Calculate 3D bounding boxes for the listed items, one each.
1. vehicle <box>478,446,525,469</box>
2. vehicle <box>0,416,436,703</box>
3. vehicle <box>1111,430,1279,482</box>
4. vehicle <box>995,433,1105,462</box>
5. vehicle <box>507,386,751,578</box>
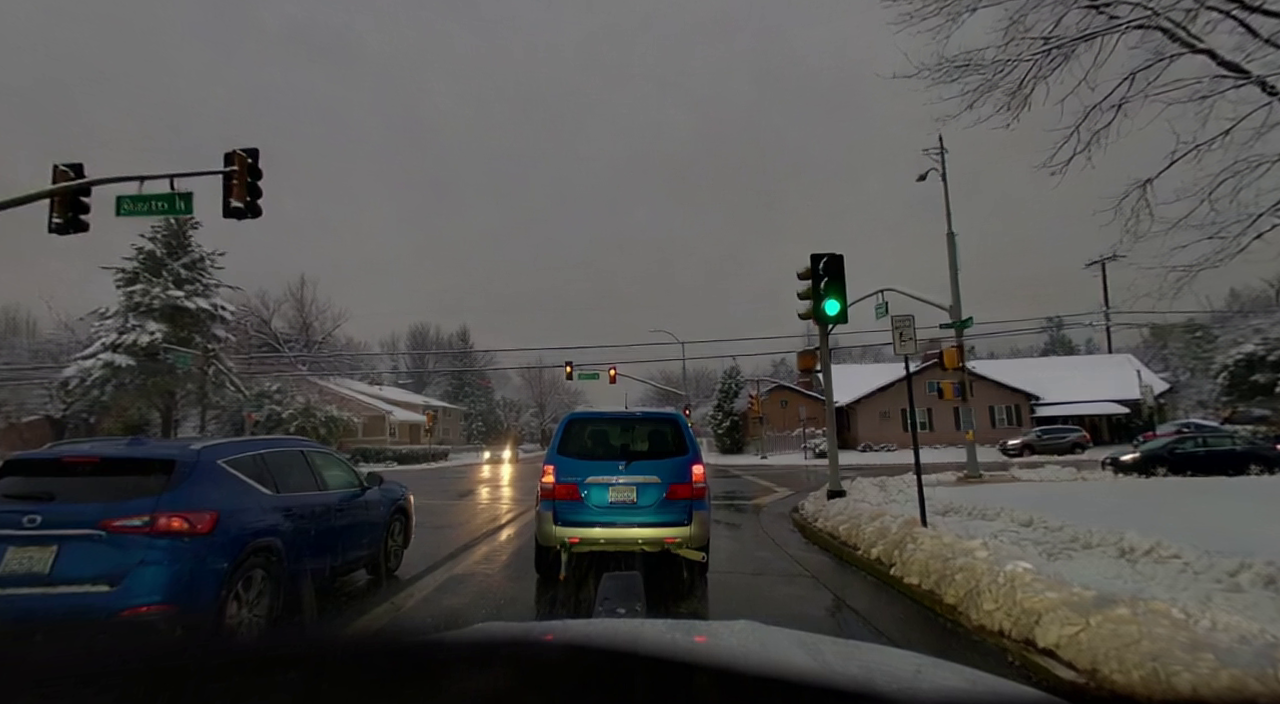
[{"bbox_3d":[-9.429,7.190,43.352,2.028,1.474,4.637,-1,-8,2],"label":"vehicle"},{"bbox_3d":[-3.323,1.349,5.051,1.934,1.459,4.368,0,-8,0],"label":"vehicle"},{"bbox_3d":[17.226,3.067,18.775,4.715,1.439,1.874,-2,-9,14],"label":"vehicle"},{"bbox_3d":[21.348,5.001,33.109,4.353,1.431,1.876,-2,-9,14],"label":"vehicle"},{"bbox_3d":[-0.172,1.616,8.617,2.396,1.881,4.606,0,-8,-2],"label":"vehicle"}]
